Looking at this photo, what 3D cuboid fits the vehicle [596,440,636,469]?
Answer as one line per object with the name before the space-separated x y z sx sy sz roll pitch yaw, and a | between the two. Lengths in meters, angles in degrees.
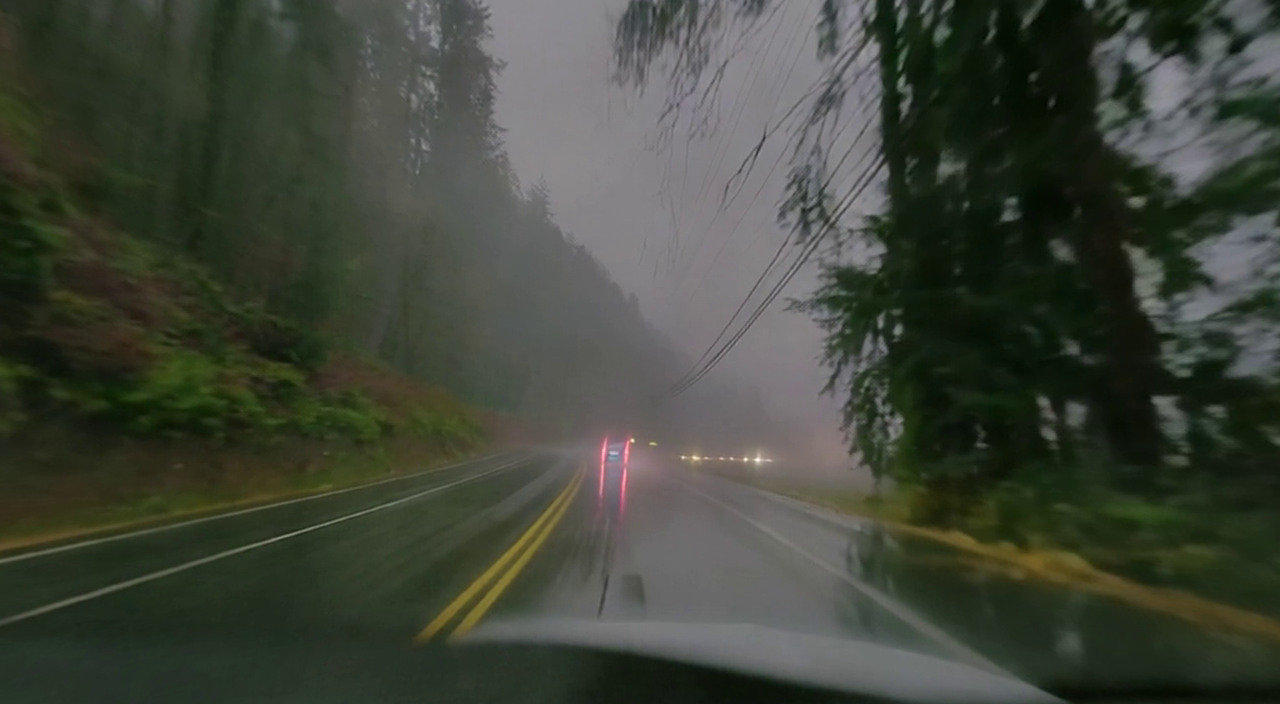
vehicle | -1.444 5.918 36.649 2.059 1.524 3.963 3 -9 -4
